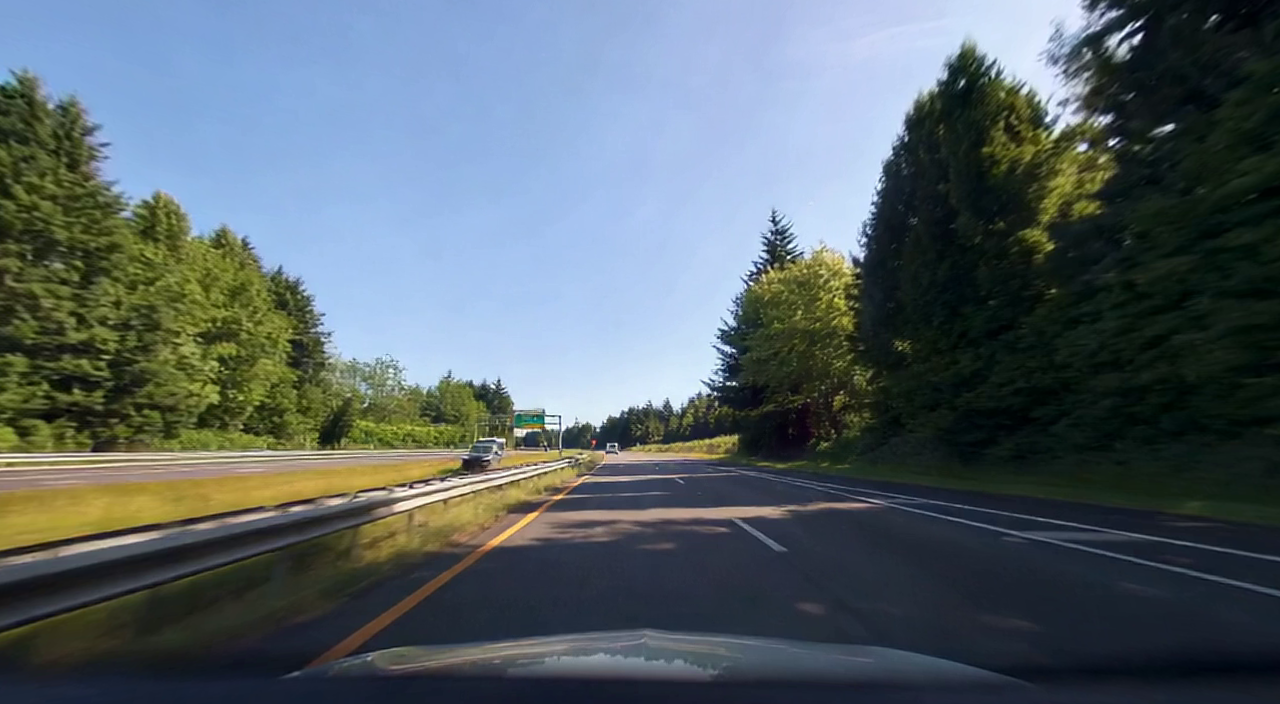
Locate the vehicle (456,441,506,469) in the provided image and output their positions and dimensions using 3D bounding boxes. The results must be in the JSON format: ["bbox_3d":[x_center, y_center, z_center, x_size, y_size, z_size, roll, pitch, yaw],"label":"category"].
[{"bbox_3d":[-8.991,5.870,36.040,1.840,1.472,4.202,0,-9,-1],"label":"vehicle"}]
